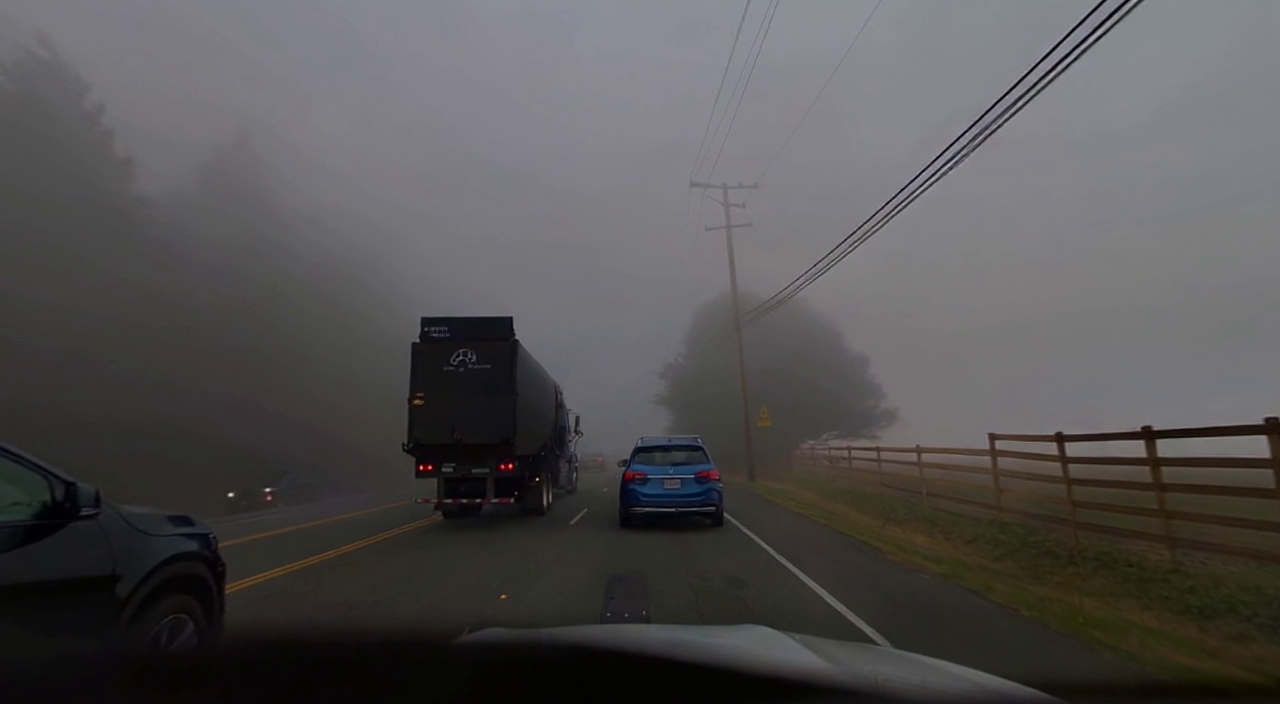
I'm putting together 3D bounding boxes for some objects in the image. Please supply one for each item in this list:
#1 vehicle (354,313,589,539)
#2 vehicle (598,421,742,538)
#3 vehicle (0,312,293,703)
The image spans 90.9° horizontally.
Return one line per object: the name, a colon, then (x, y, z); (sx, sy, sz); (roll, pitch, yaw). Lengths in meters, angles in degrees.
vehicle: (-3.057, 1.836, 14.729); (2.928, 3.658, 8.980); (0, -9, 0)
vehicle: (0.446, 2.239, 11.658); (2.174, 1.749, 4.113); (0, -9, 0)
vehicle: (-3.084, 0.696, 1.303); (2.093, 1.832, 4.508); (0, -9, 1)
